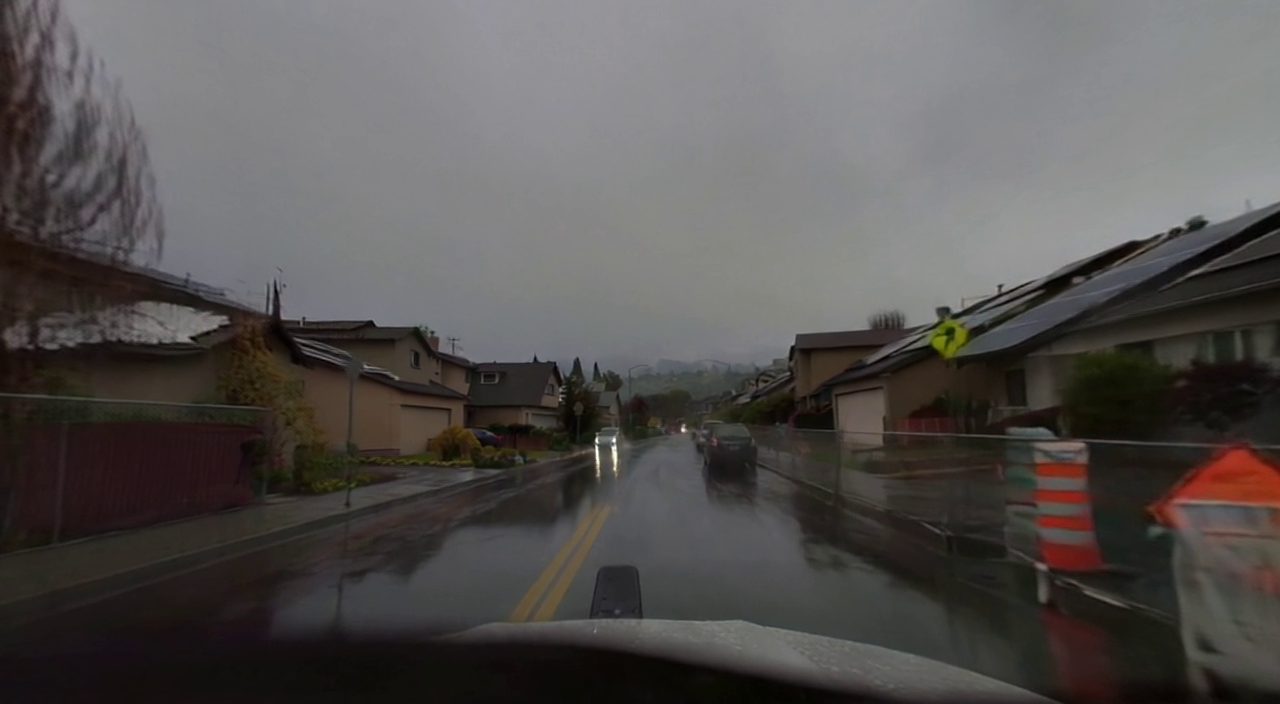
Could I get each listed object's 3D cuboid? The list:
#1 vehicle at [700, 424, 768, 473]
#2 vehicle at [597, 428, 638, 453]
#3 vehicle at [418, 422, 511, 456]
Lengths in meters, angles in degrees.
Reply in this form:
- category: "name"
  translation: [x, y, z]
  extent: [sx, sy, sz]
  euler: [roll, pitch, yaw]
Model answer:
- category: "vehicle"
  translation: [3.073, 3.223, 21.303]
  extent: [1.998, 1.494, 3.927]
  euler: [-1, -8, 5]
- category: "vehicle"
  translation: [-1.346, 5.586, 39.941]
  extent: [1.972, 1.499, 4.191]
  euler: [-1, -8, 7]
- category: "vehicle"
  translation: [-9.297, 4.634, 33.535]
  extent: [4.205, 1.745, 2.121]
  euler: [-1, -8, 6]
